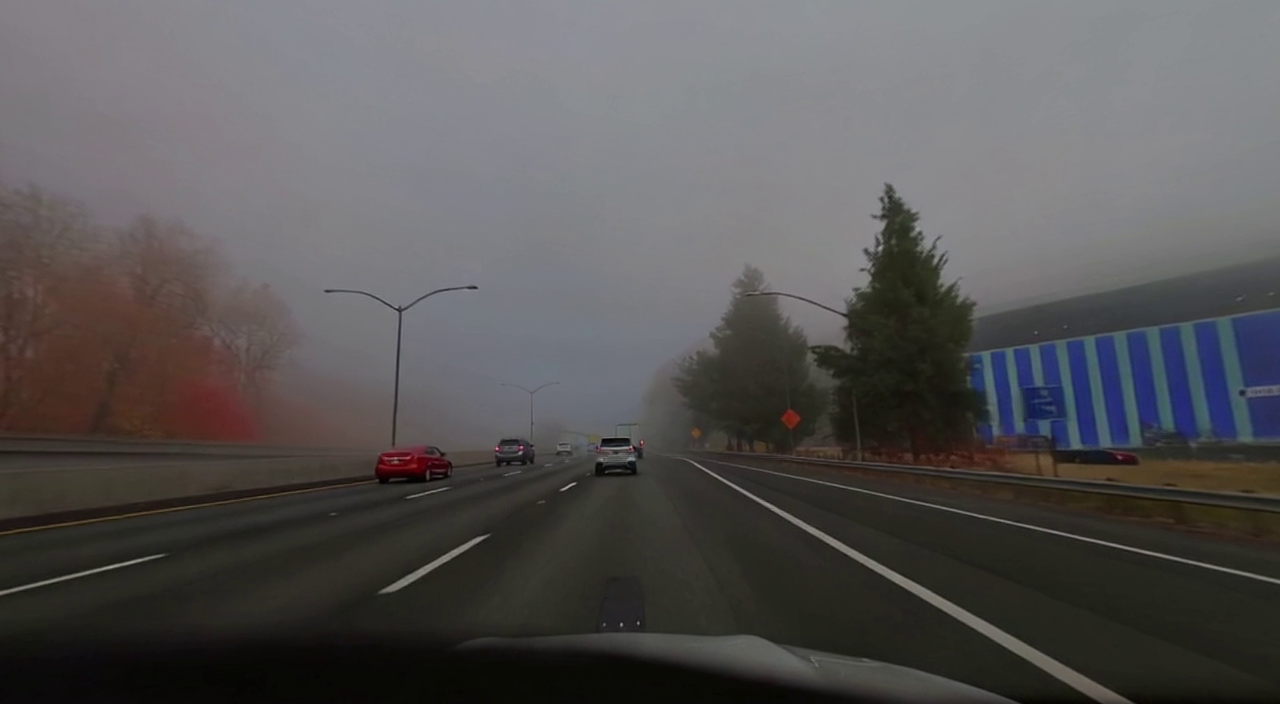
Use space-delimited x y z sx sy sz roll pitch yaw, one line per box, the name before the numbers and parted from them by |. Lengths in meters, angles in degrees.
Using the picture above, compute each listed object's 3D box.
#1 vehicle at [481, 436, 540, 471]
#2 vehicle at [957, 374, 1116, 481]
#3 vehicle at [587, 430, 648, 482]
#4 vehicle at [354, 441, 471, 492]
vehicle | -7.671 6.078 37.986 2.328 1.927 5.880 0 -9 0
vehicle | 14.333 2.824 23.203 2.879 3.559 4.020 0 -9 -3
vehicle | -0.817 4.197 25.631 2.245 1.863 4.801 0 -9 0
vehicle | -7.316 3.712 20.840 2.074 1.495 4.643 0 -9 1
